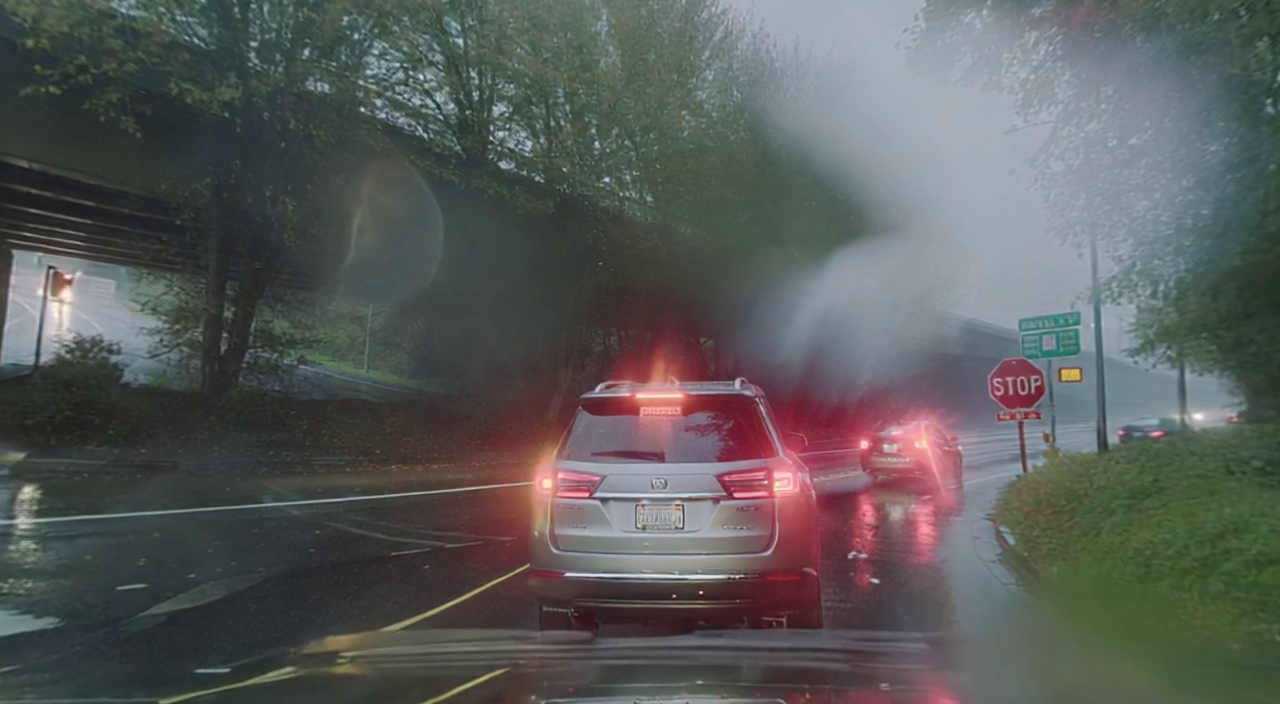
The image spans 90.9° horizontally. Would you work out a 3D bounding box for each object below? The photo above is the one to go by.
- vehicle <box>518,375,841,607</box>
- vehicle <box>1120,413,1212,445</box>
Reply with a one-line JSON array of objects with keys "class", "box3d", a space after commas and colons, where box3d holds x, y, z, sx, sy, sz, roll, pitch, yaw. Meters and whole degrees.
[{"class": "vehicle", "box3d": [0.311, 1.403, 7.151, 2.494, 1.804, 4.336, 0, -9, 0]}, {"class": "vehicle", "box3d": [29.637, 4.373, 35.507, 5.060, 1.648, 2.038, 4, -10, -27]}]
